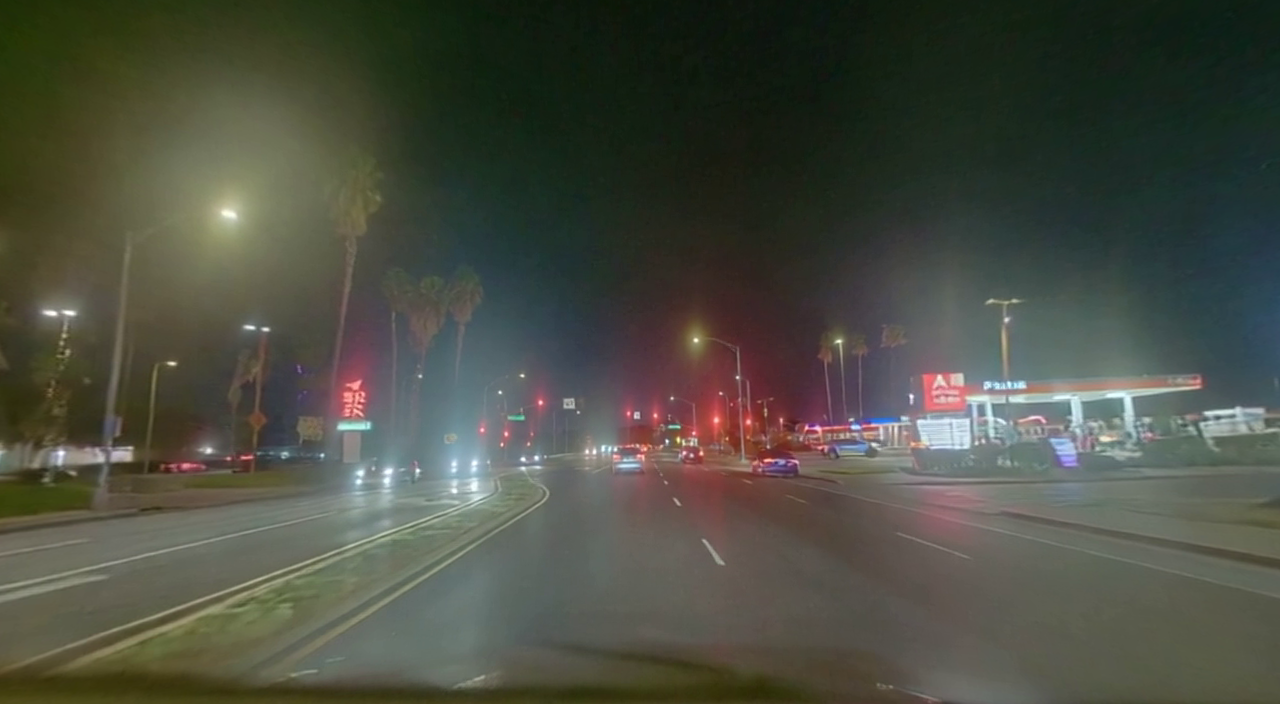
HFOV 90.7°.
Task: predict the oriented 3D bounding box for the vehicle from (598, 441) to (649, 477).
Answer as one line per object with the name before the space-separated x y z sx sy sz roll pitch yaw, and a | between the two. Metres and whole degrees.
vehicle | -0.748 4.953 29.366 2.160 1.508 4.319 0 -9 -1

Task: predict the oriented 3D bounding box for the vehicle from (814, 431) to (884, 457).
vehicle | 16.021 7.150 48.817 2.172 1.855 5.526 1 -10 -18

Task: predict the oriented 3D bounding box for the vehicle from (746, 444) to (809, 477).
vehicle | 6.705 5.345 31.451 1.922 1.461 4.868 0 -9 -2

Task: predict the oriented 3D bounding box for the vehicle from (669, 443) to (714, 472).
vehicle | 2.840 5.927 35.649 2.060 1.471 4.168 0 -9 -1

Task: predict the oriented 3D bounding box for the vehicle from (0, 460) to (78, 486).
vehicle | -35.260 6.976 36.563 3.781 1.401 1.776 -1 -9 0
